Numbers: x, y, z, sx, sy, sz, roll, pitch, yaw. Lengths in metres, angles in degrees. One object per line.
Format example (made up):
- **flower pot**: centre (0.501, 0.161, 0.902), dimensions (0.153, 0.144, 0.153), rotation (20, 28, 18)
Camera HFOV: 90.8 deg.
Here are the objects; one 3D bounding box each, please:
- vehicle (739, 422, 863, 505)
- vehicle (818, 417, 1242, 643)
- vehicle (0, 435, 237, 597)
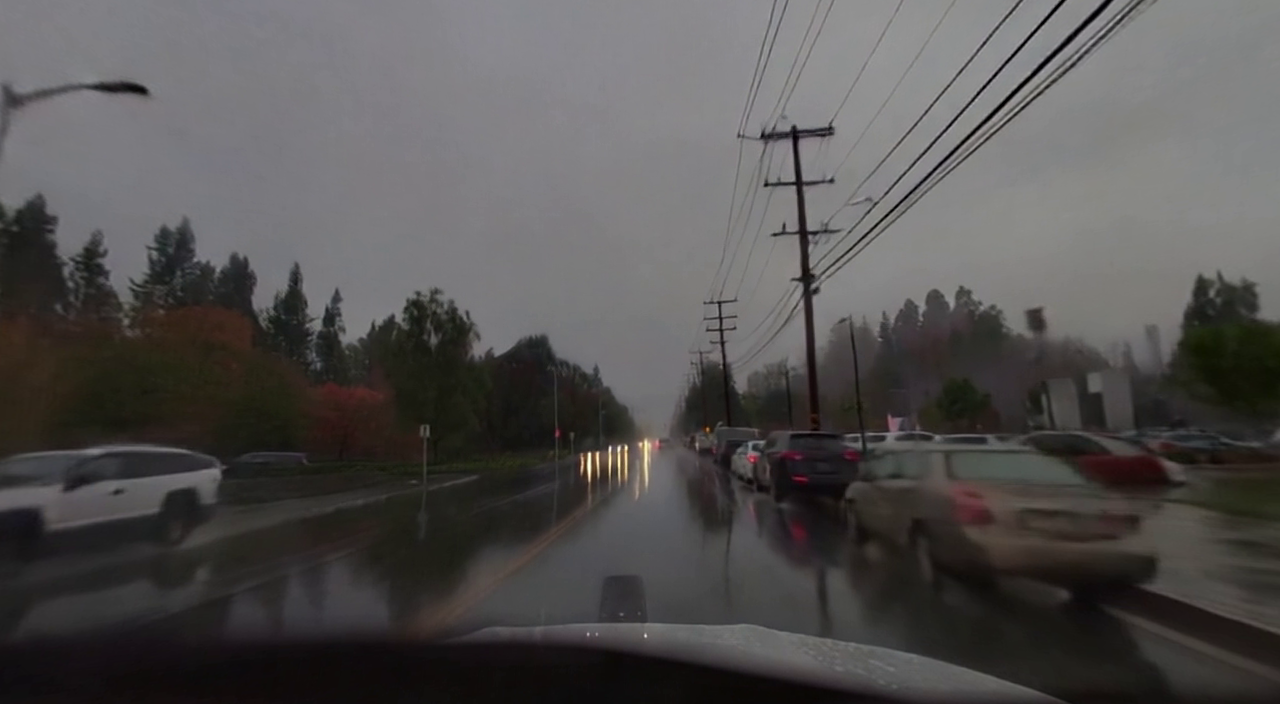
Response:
- **vehicle**: centre (3.994, 2.856, 16.611), dimensions (1.952, 1.849, 4.837), rotation (0, -8, 0)
- **vehicle**: centre (3.333, 1.544, 6.812), dimensions (2.261, 1.503, 4.695), rotation (-2, -8, 10)
- **vehicle**: centre (-8.195, 2.174, 8.924), dimensions (1.972, 1.818, 4.334), rotation (-2, -9, 3)
